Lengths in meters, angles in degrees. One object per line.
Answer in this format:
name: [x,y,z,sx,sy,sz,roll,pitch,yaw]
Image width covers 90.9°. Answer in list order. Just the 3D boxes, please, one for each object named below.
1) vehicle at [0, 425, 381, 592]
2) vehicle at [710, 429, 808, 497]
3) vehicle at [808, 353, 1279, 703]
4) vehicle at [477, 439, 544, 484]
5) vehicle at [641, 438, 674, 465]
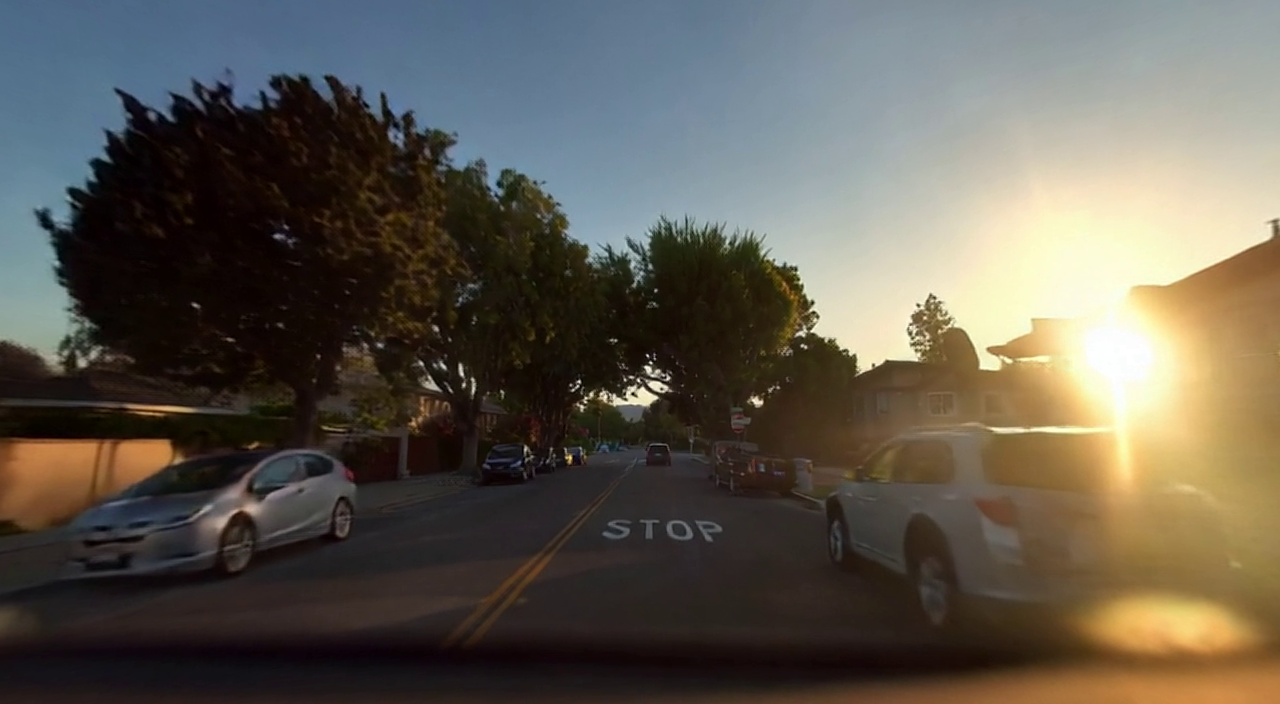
vehicle: [-5.593,1.939,8.812,2.007,1.709,4.502,0,-8,0]
vehicle: [3.445,3.316,19.253,1.970,1.801,4.721,0,-8,-1]
vehicle: [3.105,1.252,5.436,2.117,1.807,4.964,0,-8,2]
vehicle: [-5.116,4.361,25.497,1.955,1.659,4.324,0,-8,-2]
vehicle: [1.207,6.885,43.850,2.172,1.722,4.201,0,-8,1]
